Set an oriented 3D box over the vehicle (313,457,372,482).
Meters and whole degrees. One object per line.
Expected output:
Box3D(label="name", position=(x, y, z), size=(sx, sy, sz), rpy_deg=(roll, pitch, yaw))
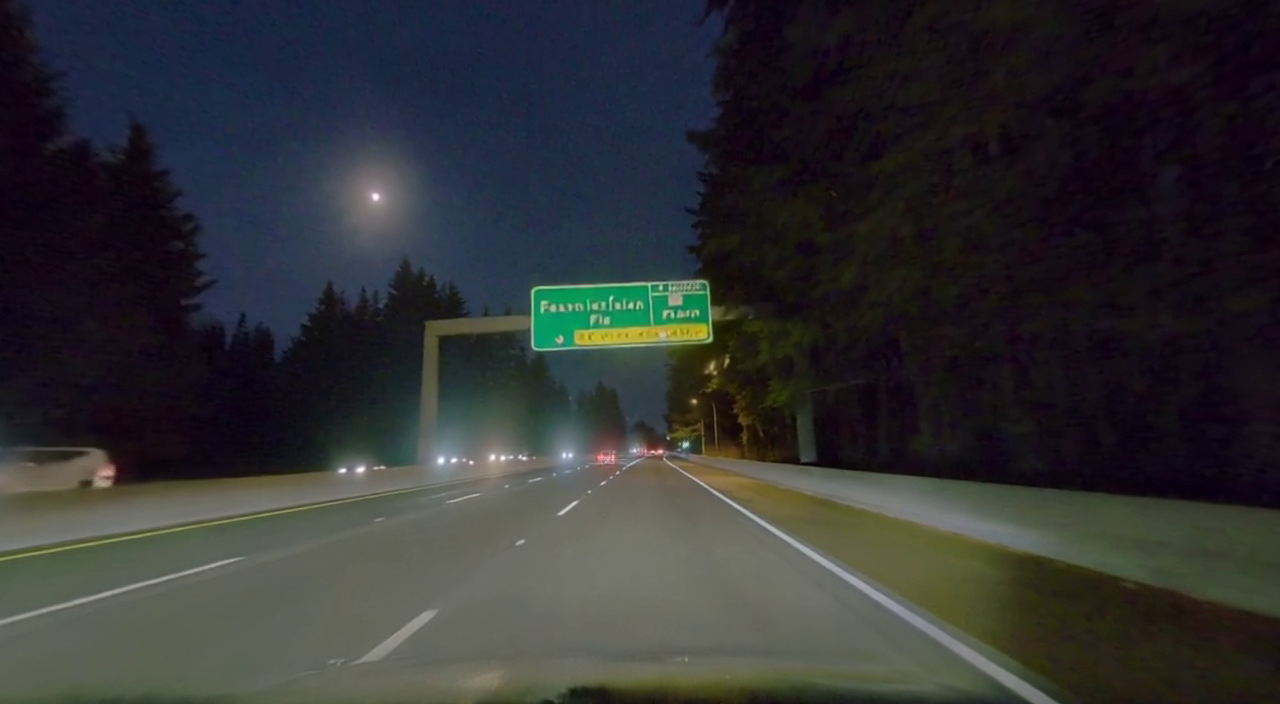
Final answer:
Box3D(label="vehicle", position=(-19.349, 7.618, 40.902), size=(1.800, 1.493, 3.928), rpy_deg=(0, -9, 2))
